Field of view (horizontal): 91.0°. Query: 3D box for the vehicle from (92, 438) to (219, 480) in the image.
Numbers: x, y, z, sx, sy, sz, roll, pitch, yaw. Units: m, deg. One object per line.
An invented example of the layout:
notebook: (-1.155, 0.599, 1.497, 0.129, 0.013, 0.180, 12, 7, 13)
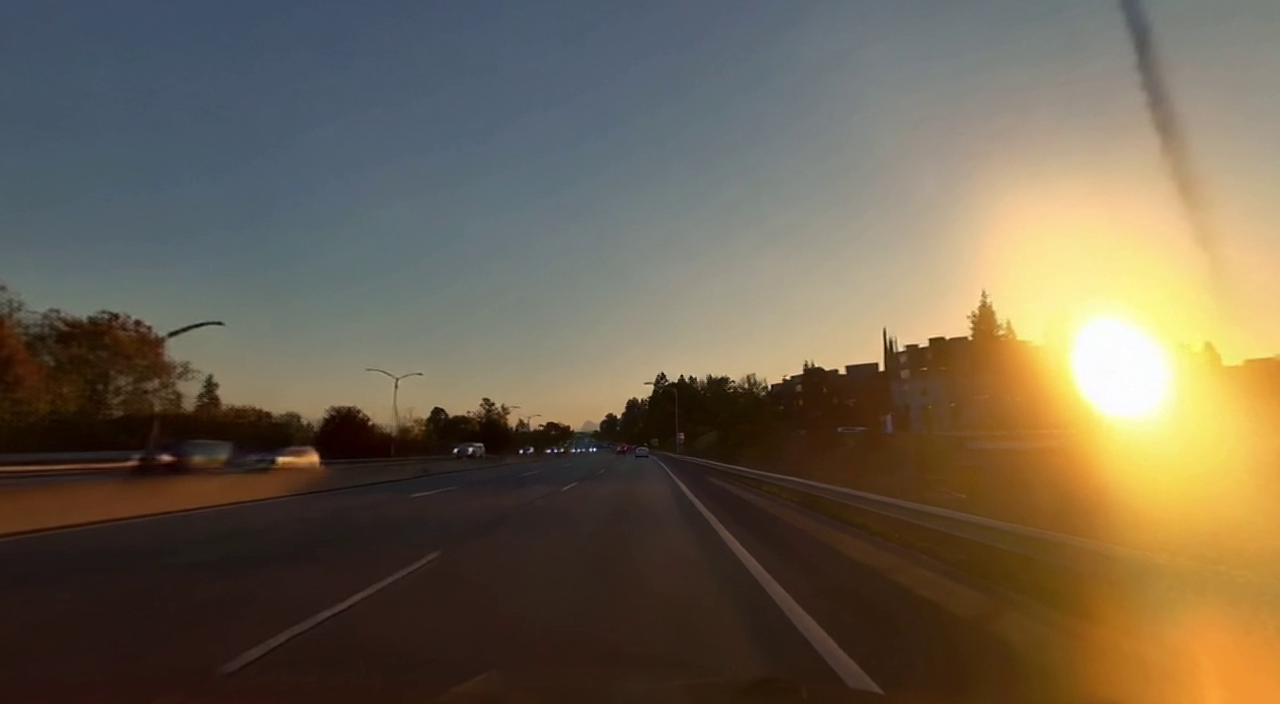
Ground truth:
vehicle: (-23.670, 5.248, 31.092, 2.147, 1.891, 5.048, 0, -9, 2)

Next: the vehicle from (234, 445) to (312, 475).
vehicle: (-19.604, 5.780, 33.834, 1.796, 1.494, 3.770, 0, -9, 2)
